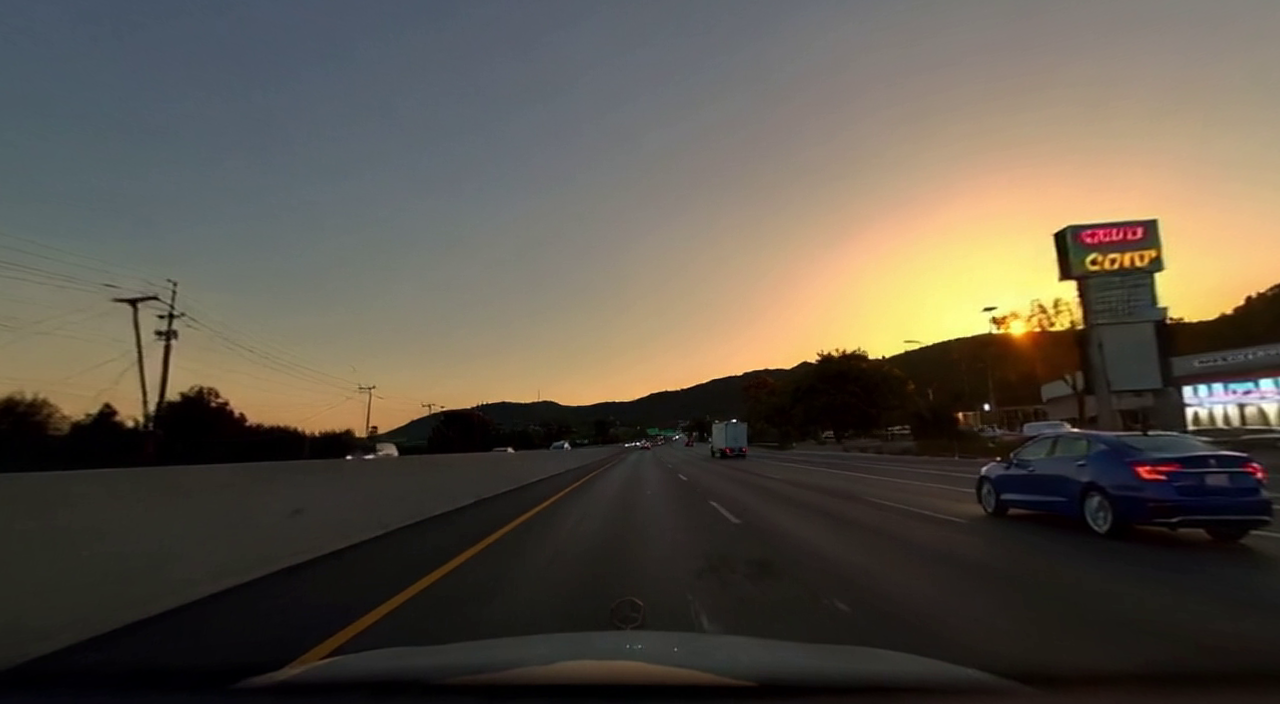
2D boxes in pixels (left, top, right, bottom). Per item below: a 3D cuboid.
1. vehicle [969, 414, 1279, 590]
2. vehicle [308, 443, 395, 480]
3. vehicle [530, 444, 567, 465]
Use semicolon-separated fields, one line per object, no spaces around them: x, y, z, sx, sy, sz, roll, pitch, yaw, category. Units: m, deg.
6.573;1.670;7.884;2.079;1.518;5.032;0;-8;-1;vehicle
-14.649;5.562;32.218;2.137;1.729;4.767;0;-8;1;vehicle
-7.020;7.919;48.616;2.071;1.503;4.636;0;-9;2;vehicle
